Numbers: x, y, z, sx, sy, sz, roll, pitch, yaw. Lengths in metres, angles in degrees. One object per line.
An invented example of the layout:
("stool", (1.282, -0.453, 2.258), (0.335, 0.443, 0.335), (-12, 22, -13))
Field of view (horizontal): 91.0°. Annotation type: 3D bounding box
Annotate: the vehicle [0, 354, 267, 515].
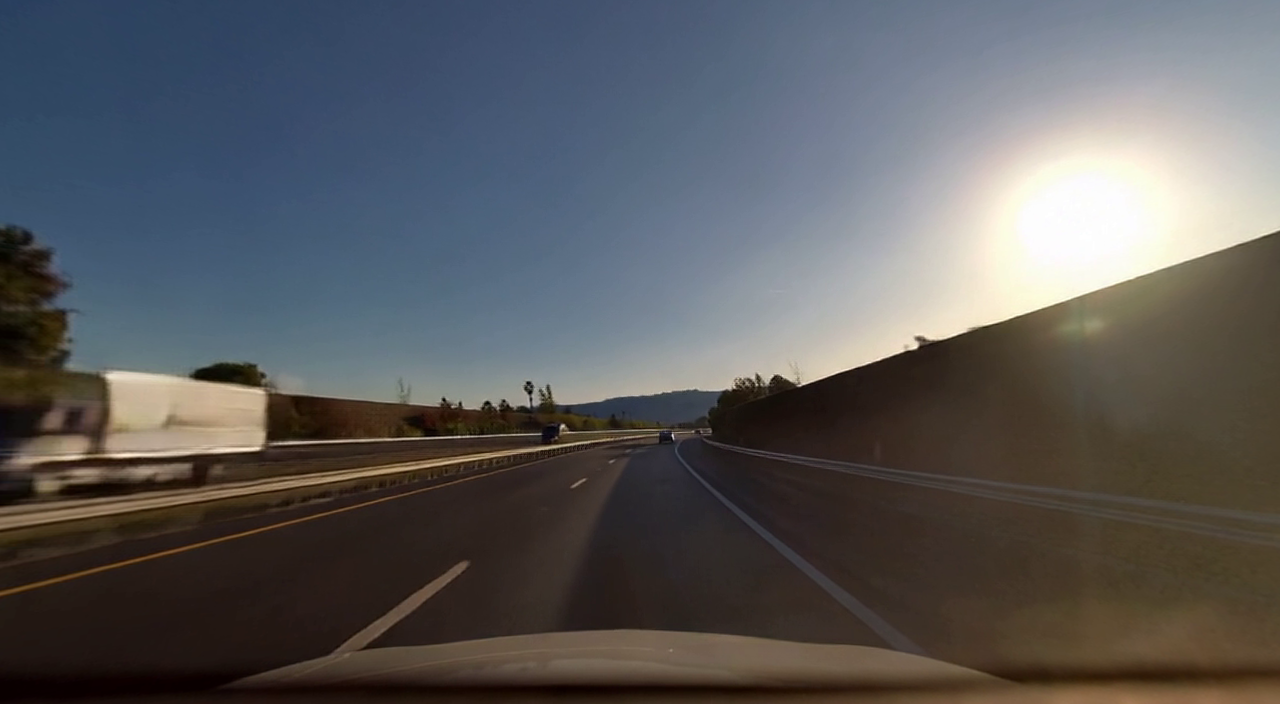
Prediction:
("vehicle", (-15.377, 2.483, 18.724), (2.791, 3.613, 8.984), (0, -8, 1))
